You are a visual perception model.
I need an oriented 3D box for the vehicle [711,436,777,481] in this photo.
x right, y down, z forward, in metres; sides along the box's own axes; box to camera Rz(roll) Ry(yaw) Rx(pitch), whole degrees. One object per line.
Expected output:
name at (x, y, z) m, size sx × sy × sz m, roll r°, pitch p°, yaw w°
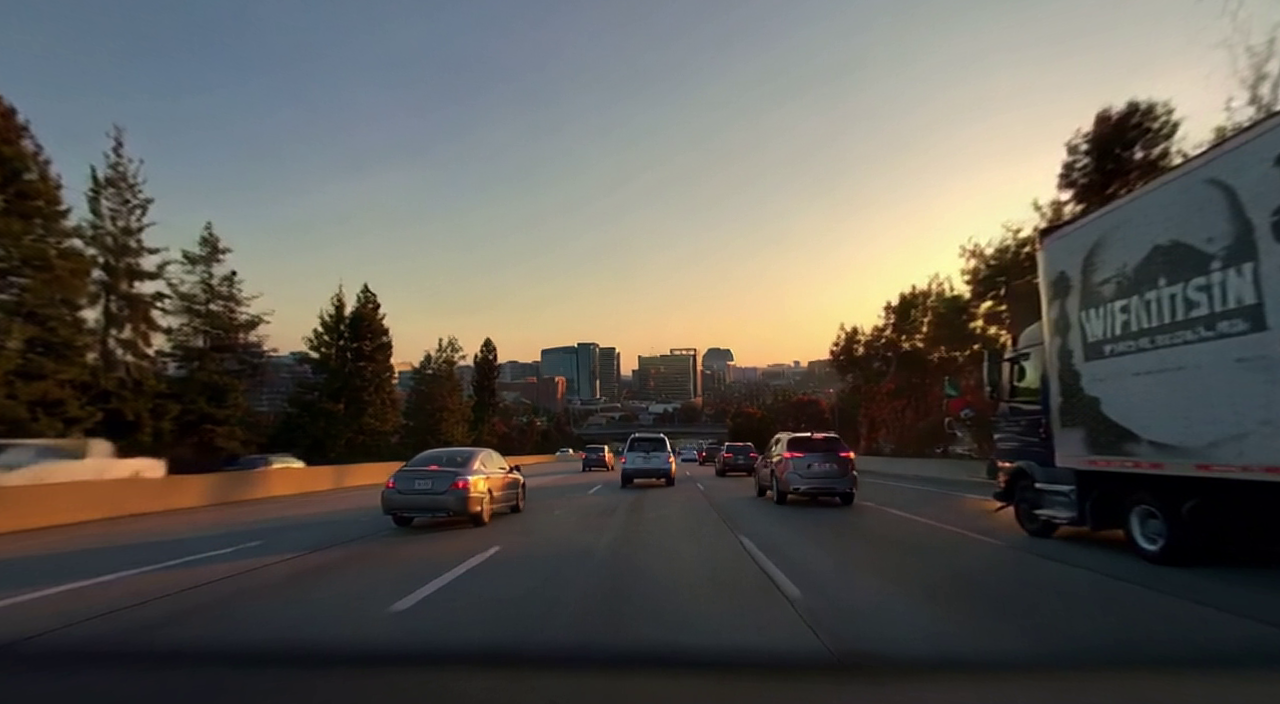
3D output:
vehicle at (4.206, 4.369, 26.126) m, size 2.094 × 1.676 × 4.309 m, roll -1°, pitch -8°, yaw 2°

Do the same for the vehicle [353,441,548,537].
vehicle at (-3.279, 2.466, 12.183) m, size 1.965 × 1.443 × 4.968 m, roll -1°, pitch -8°, yaw 4°

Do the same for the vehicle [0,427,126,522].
vehicle at (-13.922, 2.444, 12.488) m, size 2.367 × 1.874 × 5.816 m, roll -1°, pitch -8°, yaw 3°

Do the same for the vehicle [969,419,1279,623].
vehicle at (5.737, 1.549, 6.791) m, size 2.053 × 1.473 × 4.383 m, roll -1°, pitch -8°, yaw 1°

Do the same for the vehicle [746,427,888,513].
vehicle at (3.930, 2.699, 14.955) m, size 2.156 × 1.701 × 4.494 m, roll -1°, pitch -8°, yaw 2°

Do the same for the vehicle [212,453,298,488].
vehicle at (-20.403, 6.243, 33.624) m, size 1.845 × 1.668 × 4.080 m, roll -1°, pitch -8°, yaw 2°

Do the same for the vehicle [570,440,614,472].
vehicle at (-2.669, 5.932, 36.148) m, size 1.951 × 1.694 × 4.188 m, roll -1°, pitch -8°, yaw 3°

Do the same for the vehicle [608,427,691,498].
vehicle at (0.331, 3.218, 18.728) m, size 2.153 × 1.805 × 4.631 m, roll -1°, pitch -8°, yaw 2°
